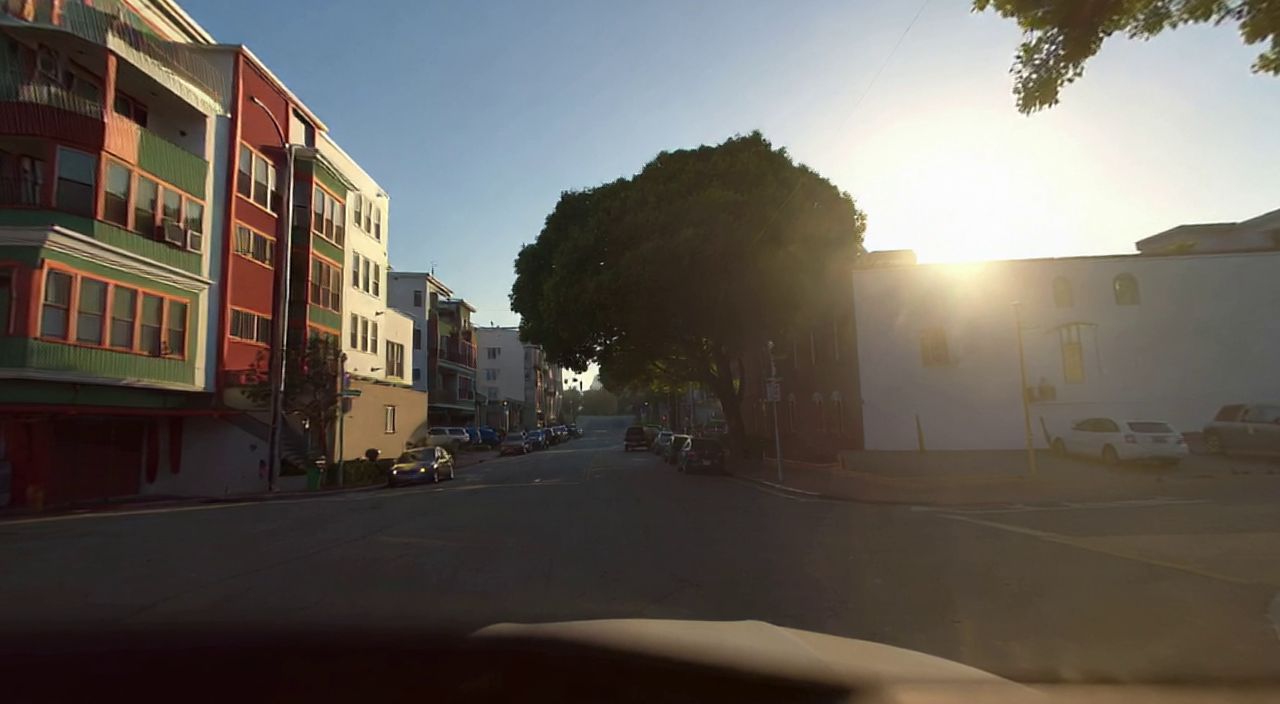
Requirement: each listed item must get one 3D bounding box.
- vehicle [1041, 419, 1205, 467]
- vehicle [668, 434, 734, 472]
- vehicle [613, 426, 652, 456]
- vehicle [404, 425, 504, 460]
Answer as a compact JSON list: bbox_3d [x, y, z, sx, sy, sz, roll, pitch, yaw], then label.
[{"bbox_3d":[15.322,2.912,20.140,3.752,1.453,1.709,0,-9,2],"label":"vehicle"},{"bbox_3d":[2.499,4.300,27.046,2.290,1.456,4.503,0,-8,-1],"label":"vehicle"},{"bbox_3d":[-0.467,5.807,40.909,2.412,1.834,4.636,0,-8,0],"label":"vehicle"},{"bbox_3d":[-11.435,5.588,38.872,5.540,1.950,2.113,4,-12,-28],"label":"vehicle"}]
